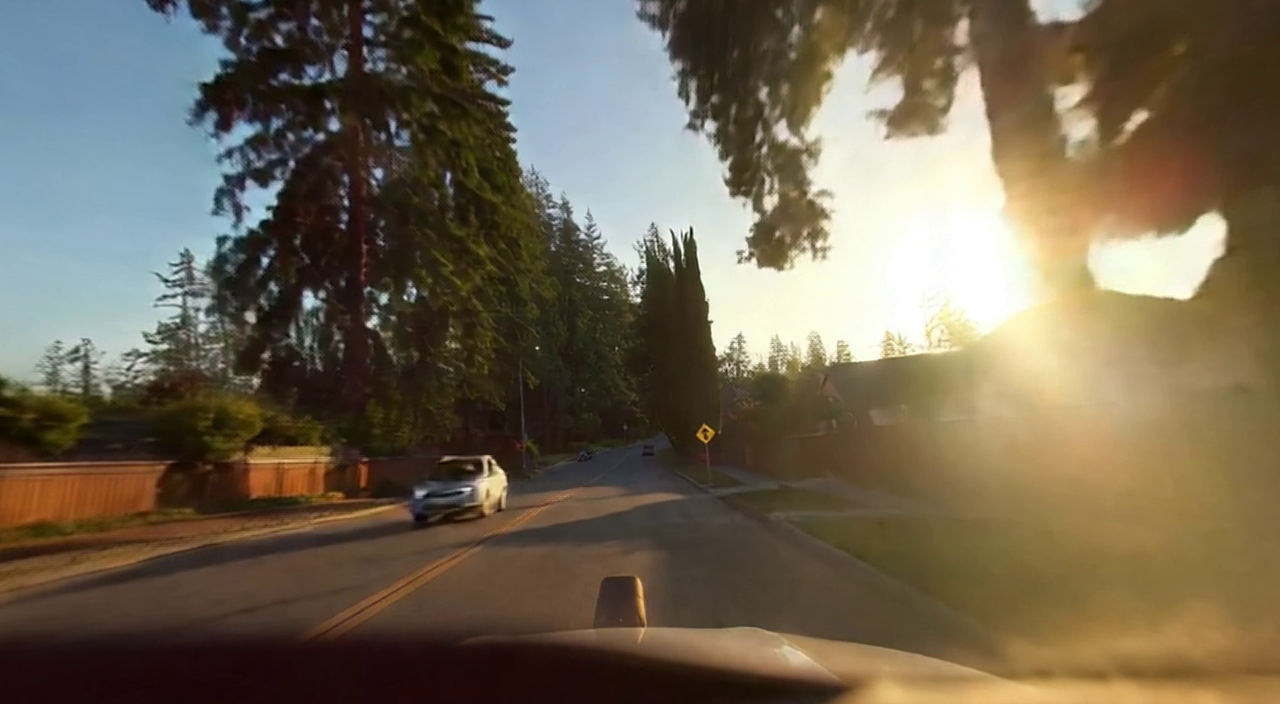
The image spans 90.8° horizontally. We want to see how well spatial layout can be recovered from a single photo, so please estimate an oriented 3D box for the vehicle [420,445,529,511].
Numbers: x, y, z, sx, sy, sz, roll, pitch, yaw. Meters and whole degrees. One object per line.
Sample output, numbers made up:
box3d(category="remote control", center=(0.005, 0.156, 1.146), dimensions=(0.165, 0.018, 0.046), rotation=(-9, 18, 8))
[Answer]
box3d(category="vehicle", center=(-4.775, 3.680, 18.982), dimensions=(2.087, 1.693, 4.343), rotation=(-1, -9, 0))
